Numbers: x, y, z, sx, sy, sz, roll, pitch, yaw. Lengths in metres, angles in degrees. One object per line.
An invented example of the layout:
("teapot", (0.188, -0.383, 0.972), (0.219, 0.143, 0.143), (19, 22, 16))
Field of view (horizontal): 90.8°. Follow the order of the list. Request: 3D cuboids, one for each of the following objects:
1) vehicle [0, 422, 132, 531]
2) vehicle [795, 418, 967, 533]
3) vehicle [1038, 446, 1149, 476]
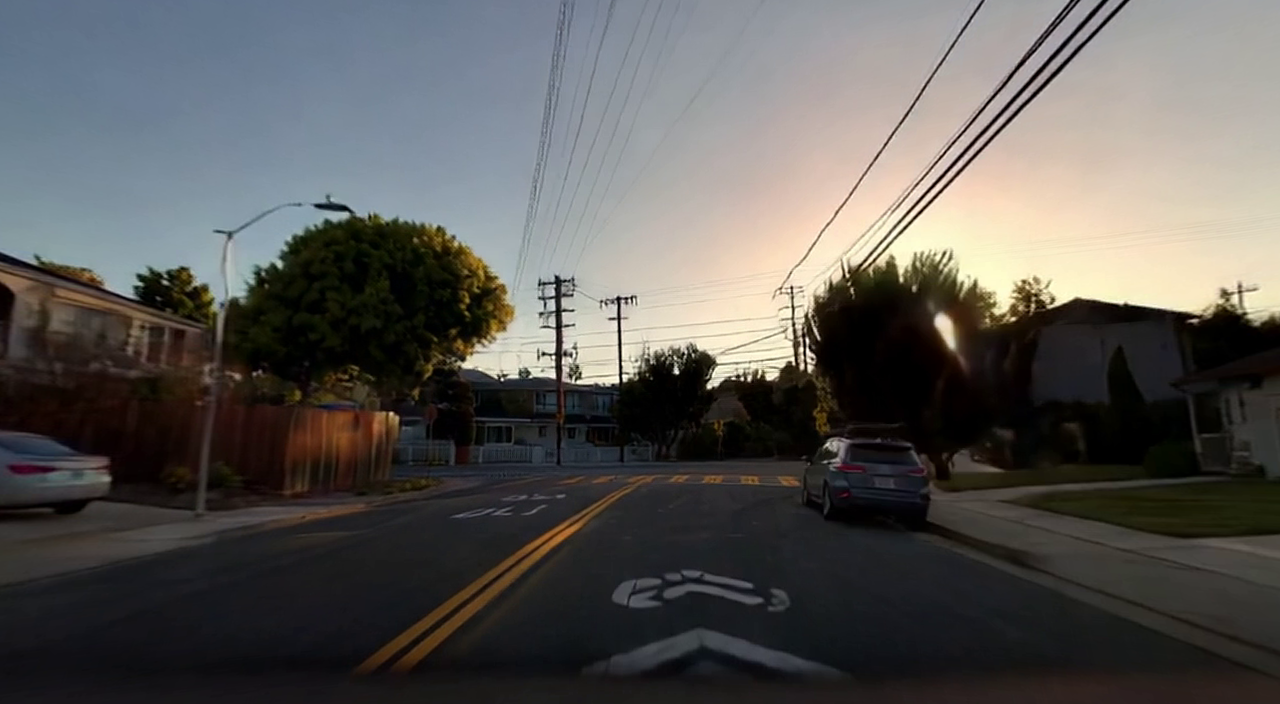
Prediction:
("vehicle", (-11.861, 2.083, 10.885), (4.632, 1.644, 1.986), (-1, -9, 6))
("vehicle", (4.488, 2.349, 12.627), (2.070, 1.847, 4.457), (-1, -9, 6))
("vehicle", (24.243, 5.834, 33.958), (4.322, 1.499, 1.927), (-2, -9, 13))
